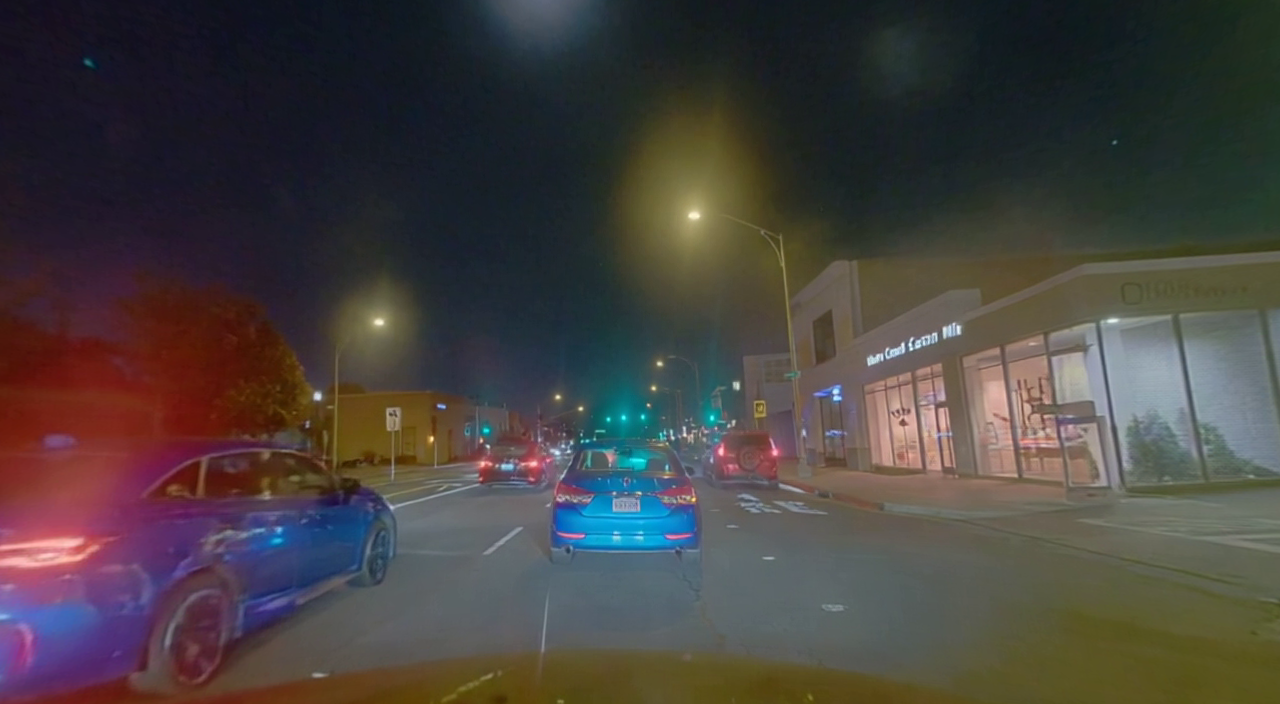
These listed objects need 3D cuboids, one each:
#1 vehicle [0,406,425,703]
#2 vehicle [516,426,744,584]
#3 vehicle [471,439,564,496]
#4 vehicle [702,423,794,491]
[{"bbox_3d":[-3.373,1.260,4.527,2.029,1.456,4.414,0,-9,1],"label":"vehicle"},{"bbox_3d":[-0.108,1.758,8.064,2.160,1.482,4.037,0,-9,0],"label":"vehicle"},{"bbox_3d":[-3.467,3.346,18.649,1.905,1.473,4.016,0,-9,1],"label":"vehicle"},{"bbox_3d":[3.395,3.422,20.826,2.152,1.987,4.527,0,-9,-1],"label":"vehicle"}]
